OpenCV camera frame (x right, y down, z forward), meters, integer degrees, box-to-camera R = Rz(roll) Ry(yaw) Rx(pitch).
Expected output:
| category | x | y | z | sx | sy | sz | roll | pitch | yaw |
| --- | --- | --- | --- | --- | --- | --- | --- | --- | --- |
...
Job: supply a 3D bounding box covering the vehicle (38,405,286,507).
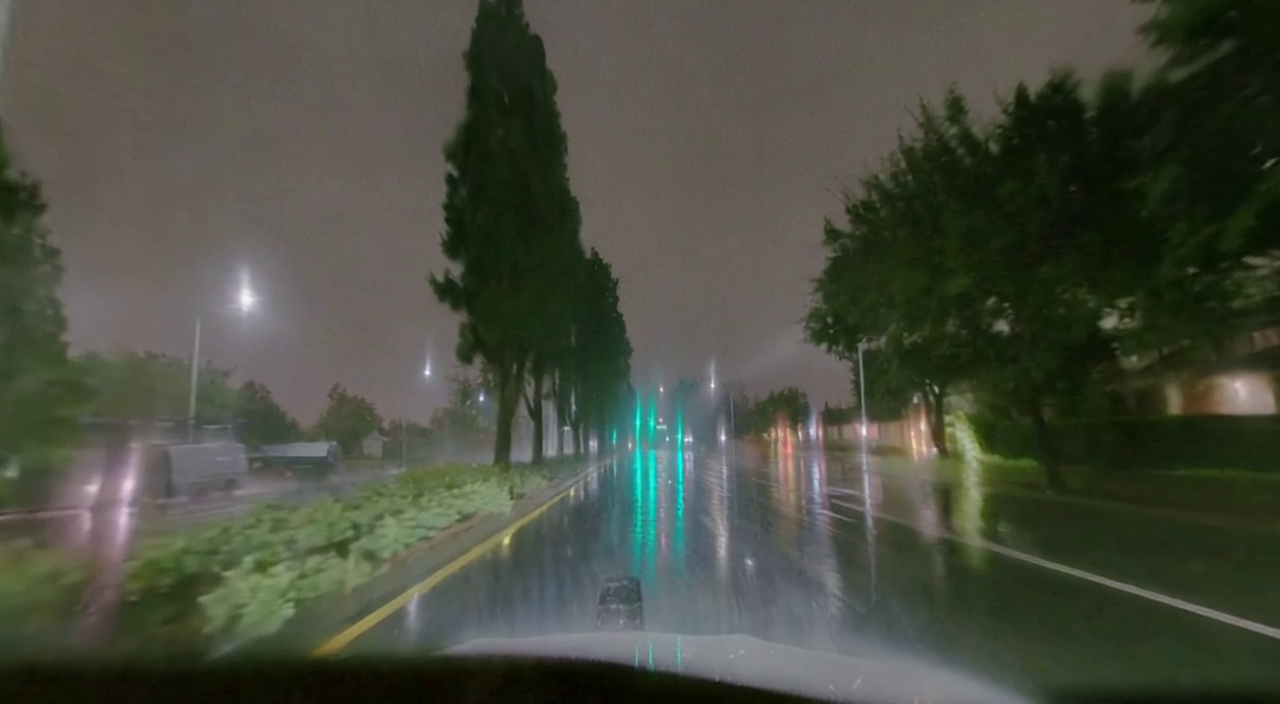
| category | x | y | z | sx | sy | sz | roll | pitch | yaw |
| --- | --- | --- | --- | --- | --- | --- | --- | --- | --- |
| vehicle | -19.511 | 4.365 | 27.091 | 2.866 | 3.528 | 9.798 | 0 | -8 | 0 |
